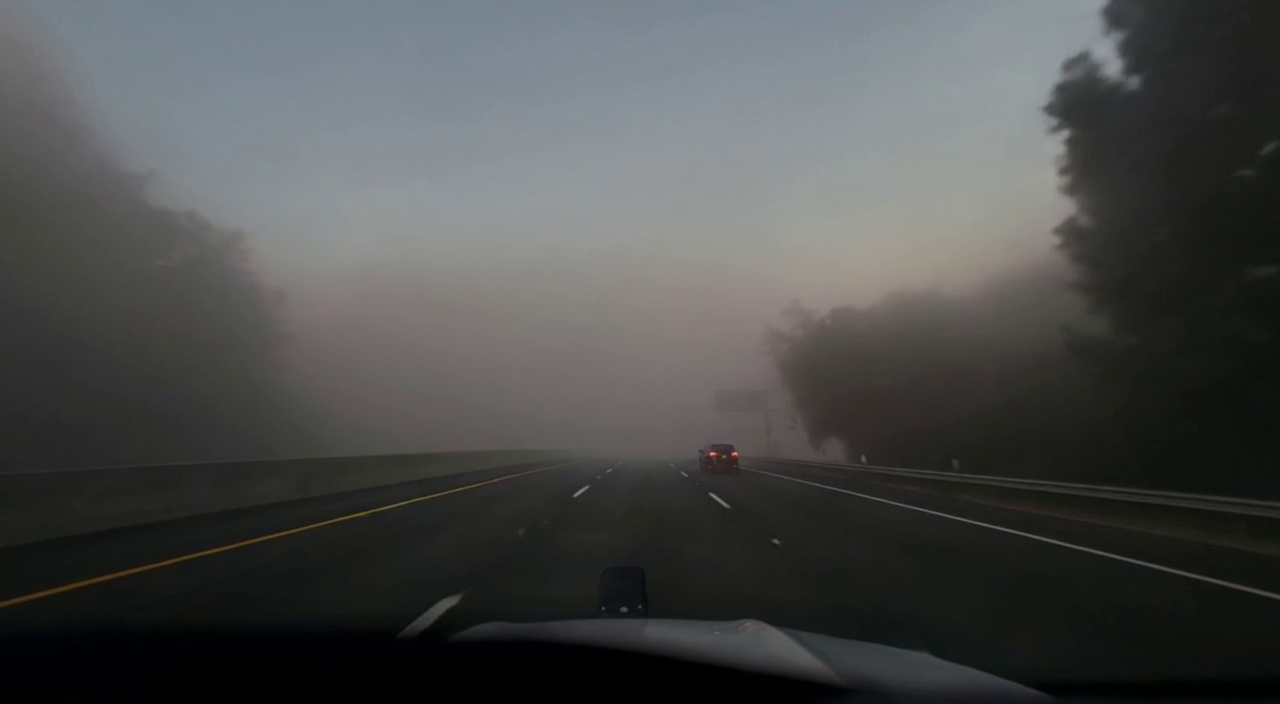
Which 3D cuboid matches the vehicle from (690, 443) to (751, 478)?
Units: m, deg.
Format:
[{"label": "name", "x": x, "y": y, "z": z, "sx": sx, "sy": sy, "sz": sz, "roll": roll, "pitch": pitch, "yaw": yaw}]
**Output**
[{"label": "vehicle", "x": 3.613, "y": 4.963, "z": 29.094, "sx": 2.193, "sy": 1.462, "sz": 4.533, "roll": 0, "pitch": -8, "yaw": -1}]
